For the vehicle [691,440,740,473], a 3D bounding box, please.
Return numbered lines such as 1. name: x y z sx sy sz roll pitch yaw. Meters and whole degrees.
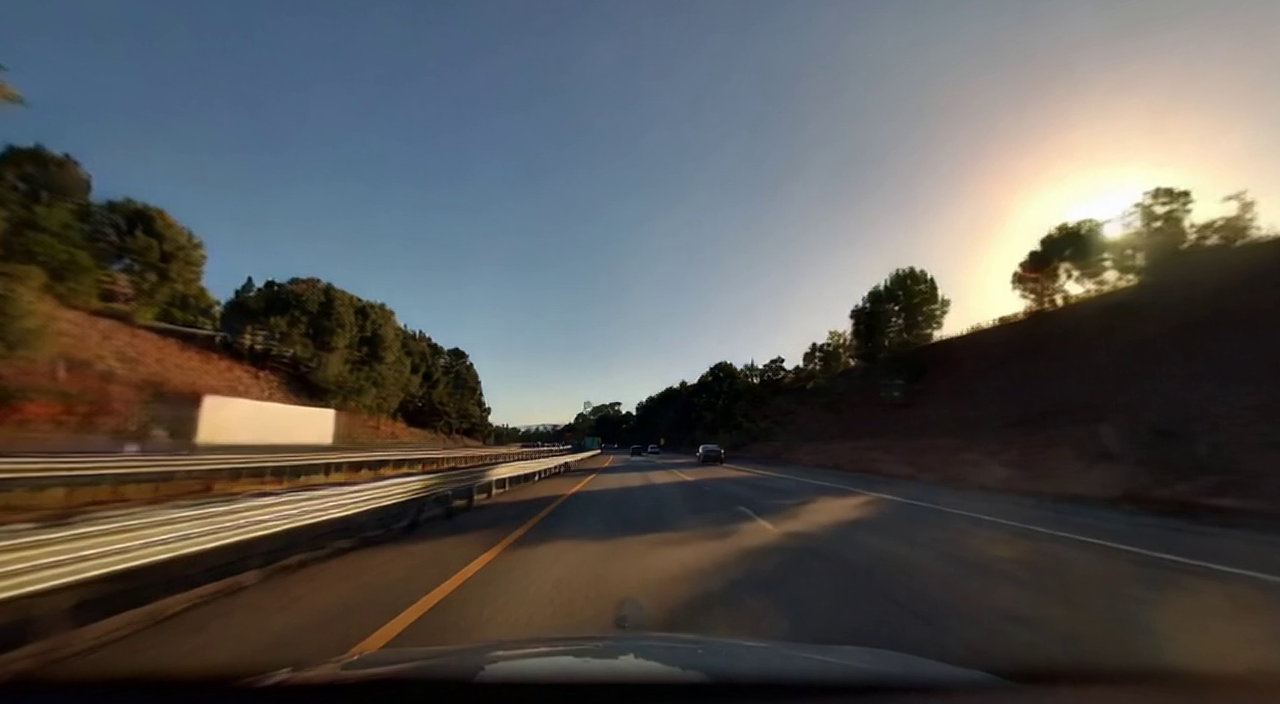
1. vehicle: 3.732 5.270 31.868 1.945 1.538 3.729 0 -8 -1
